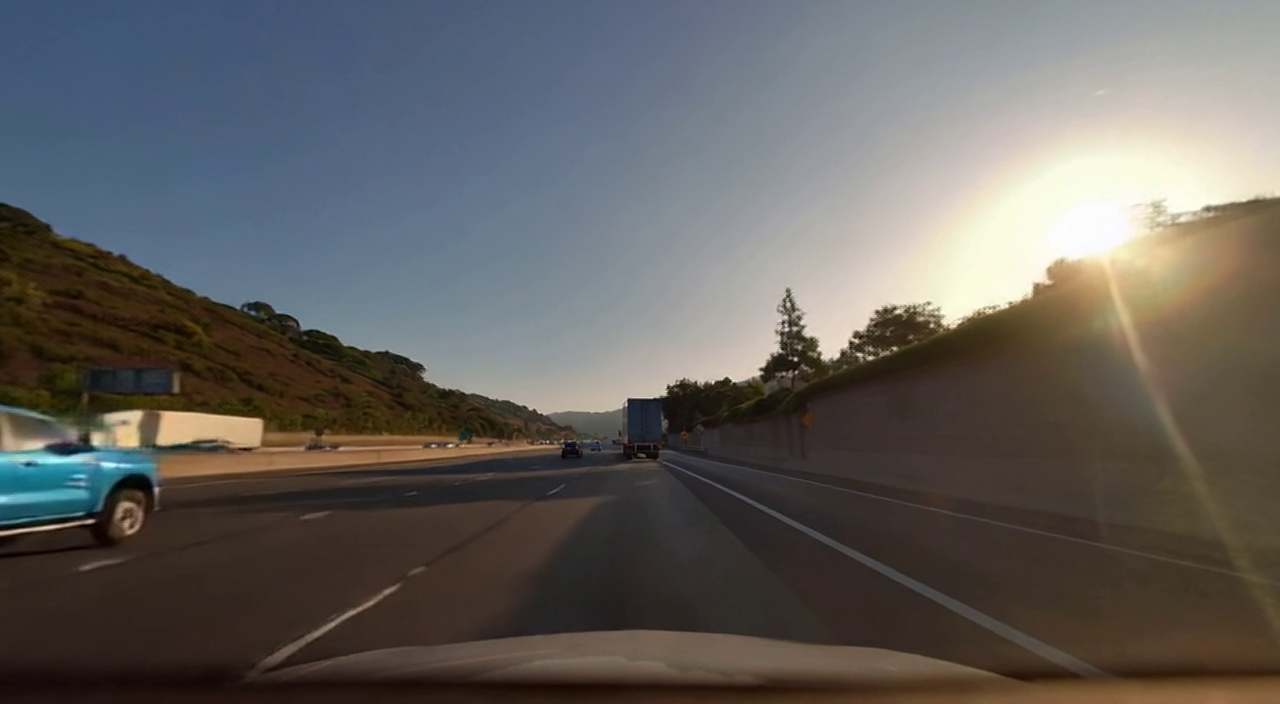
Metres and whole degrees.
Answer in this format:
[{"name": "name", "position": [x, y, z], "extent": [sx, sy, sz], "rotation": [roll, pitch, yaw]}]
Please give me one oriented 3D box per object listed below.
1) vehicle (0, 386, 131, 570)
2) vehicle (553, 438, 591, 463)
[{"name": "vehicle", "position": [-7.513, 1.097, 5.211], "extent": [2.113, 1.837, 5.339], "rotation": [0, -8, 0]}, {"name": "vehicle", "position": [-4.318, 6.296, 40.464], "extent": [1.983, 1.508, 4.060], "rotation": [0, -8, 0]}]
